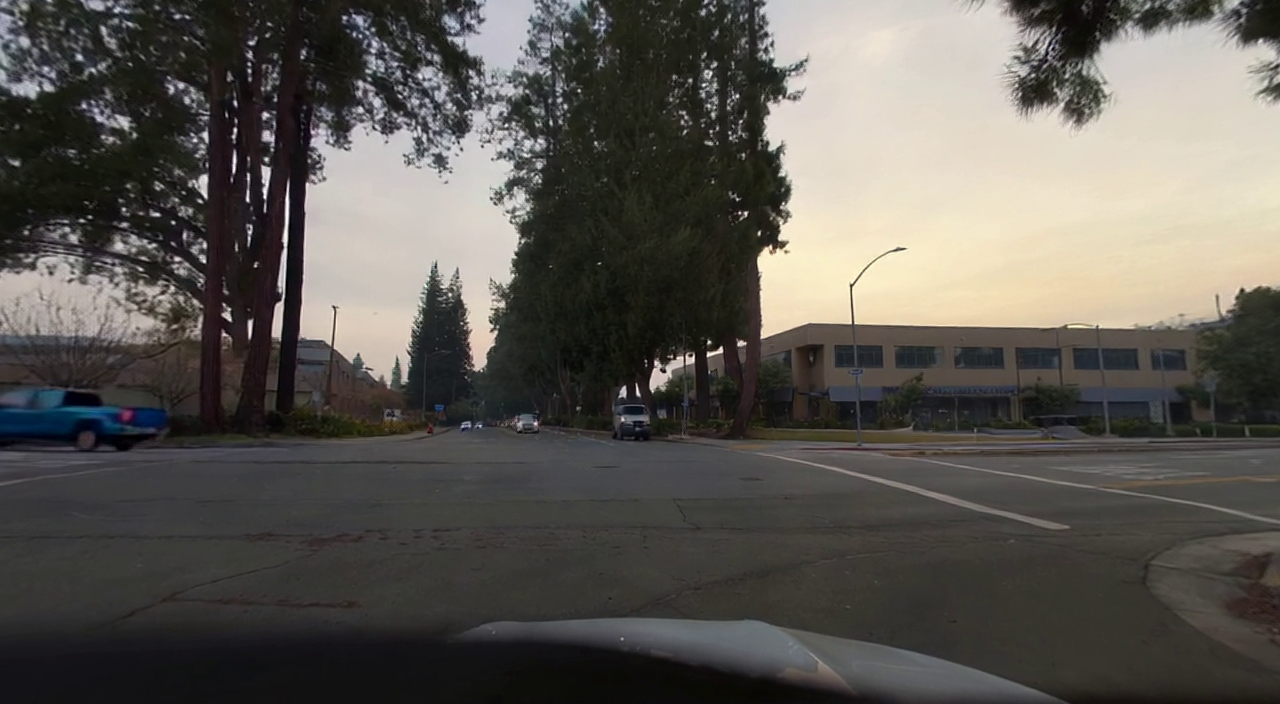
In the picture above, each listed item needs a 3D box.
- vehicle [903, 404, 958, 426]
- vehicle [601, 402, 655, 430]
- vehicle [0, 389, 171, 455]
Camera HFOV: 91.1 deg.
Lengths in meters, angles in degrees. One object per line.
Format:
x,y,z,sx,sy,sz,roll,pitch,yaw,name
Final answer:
22.622,4.917,48.804,4.674,1.483,1.745,6,-10,-36,vehicle
-1.023,5.007,48.372,2.435,1.858,5.585,3,-9,-21,vehicle
-17.603,2.129,18.677,5.333,1.837,2.124,1,-9,-7,vehicle
